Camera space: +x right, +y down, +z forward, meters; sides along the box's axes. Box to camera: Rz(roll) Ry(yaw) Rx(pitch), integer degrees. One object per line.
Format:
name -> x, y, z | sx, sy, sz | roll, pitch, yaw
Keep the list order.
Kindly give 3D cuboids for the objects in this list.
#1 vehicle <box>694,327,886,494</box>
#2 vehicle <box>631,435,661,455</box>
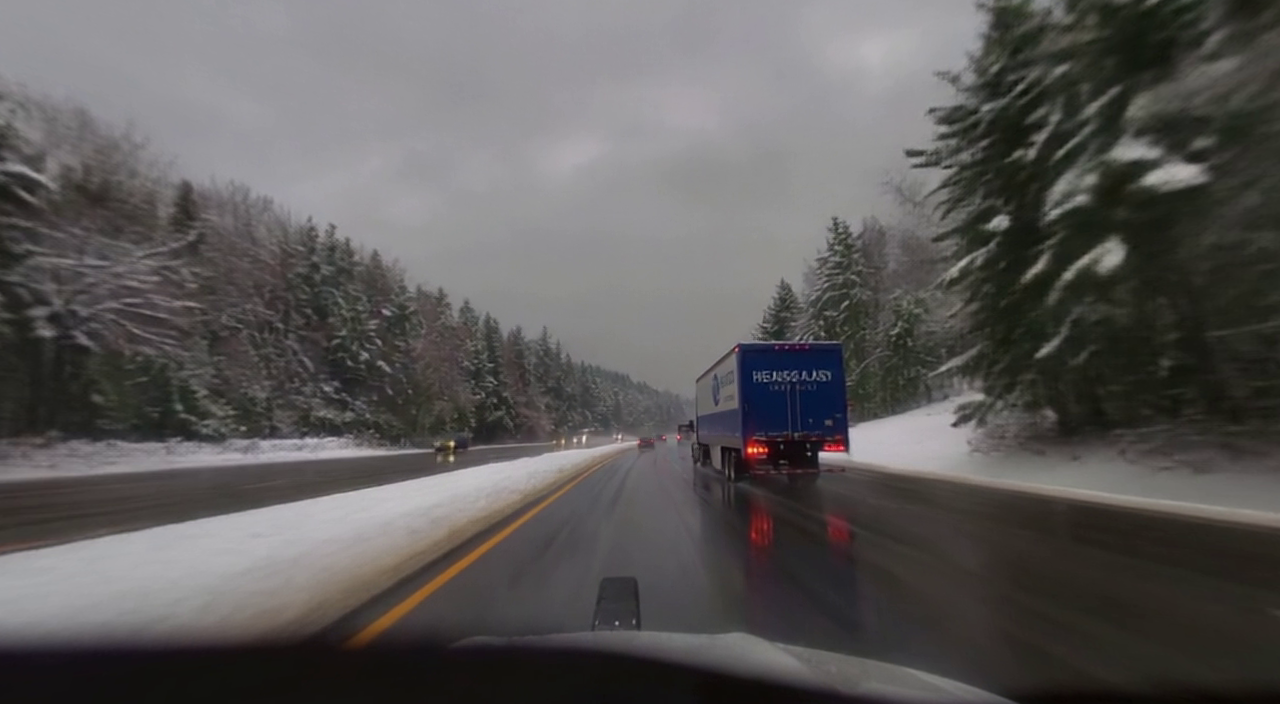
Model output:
vehicle -> 4.224, 2.315, 22.247 | 3.171, 4.072, 13.784 | 0, -8, -1
vehicle -> 0.464, 7.182, 48.918 | 2.209, 1.499, 4.144 | 0, -8, 1
